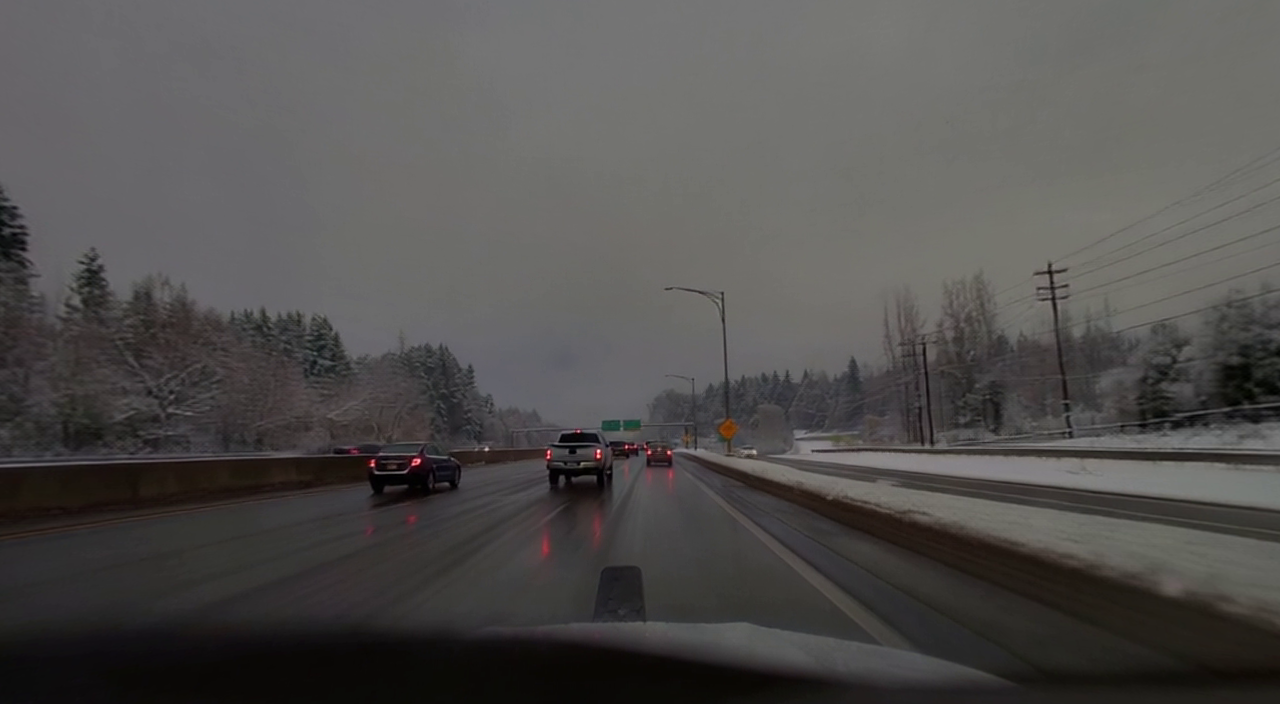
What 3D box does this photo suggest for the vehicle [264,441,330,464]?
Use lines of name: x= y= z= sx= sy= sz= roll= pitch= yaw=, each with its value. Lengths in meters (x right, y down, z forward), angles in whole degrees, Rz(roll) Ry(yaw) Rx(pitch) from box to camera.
vehicle: x=-23.543 y=6.911 z=43.287 sx=1.915 sy=1.516 sz=4.530 roll=0 pitch=-8 yaw=2

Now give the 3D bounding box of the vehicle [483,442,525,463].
vehicle: x=-9.815 y=7.282 z=45.576 sx=1.915 sy=1.472 sz=4.502 roll=0 pitch=-8 yaw=2

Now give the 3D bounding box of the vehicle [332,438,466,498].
vehicle: x=-6.730 y=3.263 z=18.147 sx=1.964 sy=1.481 sz=4.425 roll=0 pitch=-8 yaw=3

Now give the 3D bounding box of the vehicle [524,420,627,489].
vehicle: x=-2.046 y=3.611 z=22.547 sx=2.815 sy=2.092 sz=6.526 roll=0 pitch=-8 yaw=2

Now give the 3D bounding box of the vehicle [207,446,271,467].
vehicle: x=-31.279 y=8.149 z=49.122 sx=1.880 sy=1.483 sz=4.547 roll=0 pitch=-8 yaw=1

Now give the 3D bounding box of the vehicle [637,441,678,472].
vehicle: x=0.859 y=5.378 z=32.610 sx=2.013 sy=1.444 sz=4.447 roll=0 pitch=-8 yaw=0
